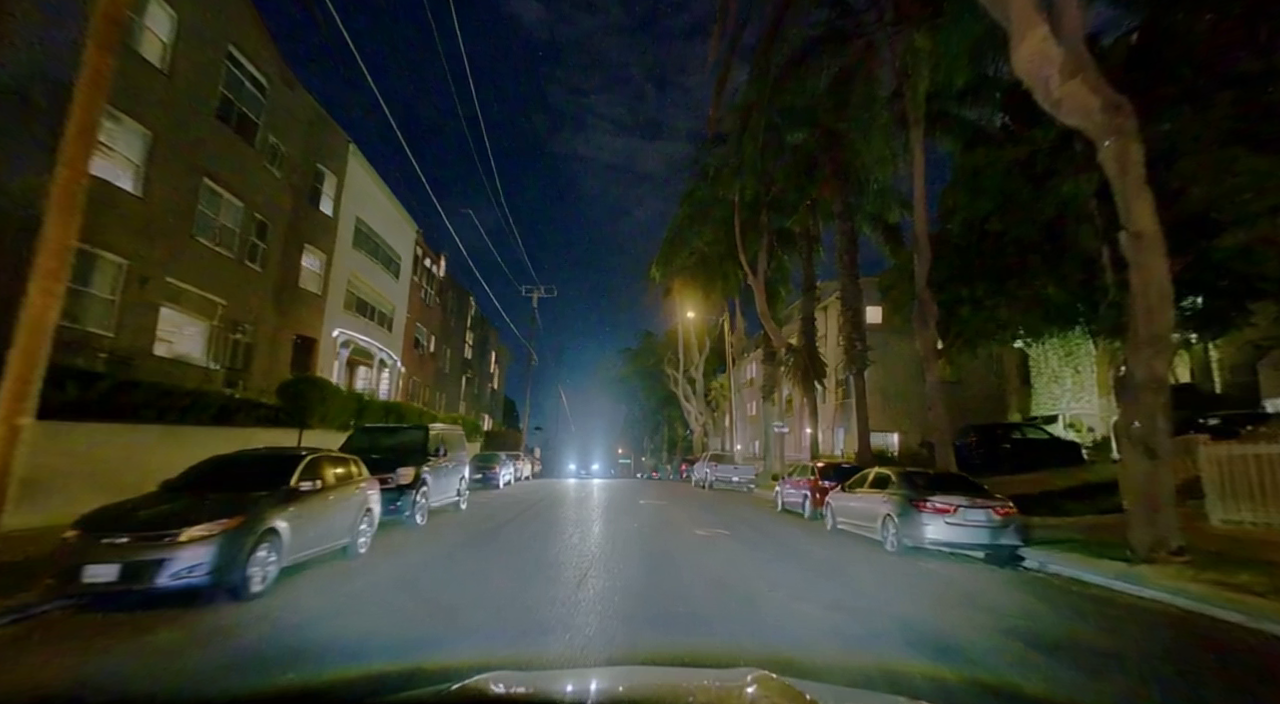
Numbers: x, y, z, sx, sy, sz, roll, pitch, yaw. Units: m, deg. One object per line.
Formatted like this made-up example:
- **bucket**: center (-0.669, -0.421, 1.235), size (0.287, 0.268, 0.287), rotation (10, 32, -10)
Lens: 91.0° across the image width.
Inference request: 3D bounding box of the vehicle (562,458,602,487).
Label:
- **vehicle**: center (-3.336, 7.046, 37.104), size (2.060, 1.483, 4.574), rotation (0, -8, -2)

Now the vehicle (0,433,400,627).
- **vehicle**: center (-4.513, 1.736, 7.308), size (2.022, 1.489, 4.590), rotation (1, -8, -5)

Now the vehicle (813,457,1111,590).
- **vehicle**: center (4.489, 2.424, 9.825), size (2.043, 1.461, 4.504), rotation (1, -8, -4)

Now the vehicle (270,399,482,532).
- **vehicle**: center (-5.022, 2.259, 13.134), size (2.348, 2.144, 5.481), rotation (1, -8, -4)

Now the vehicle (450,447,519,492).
- **vehicle**: center (-5.800, 4.397, 24.015), size (1.889, 1.499, 4.468), rotation (1, -8, -5)

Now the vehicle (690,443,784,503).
- **vehicle**: center (3.575, 4.606, 24.650), size (2.358, 2.008, 5.957), rotation (1, -8, -4)
